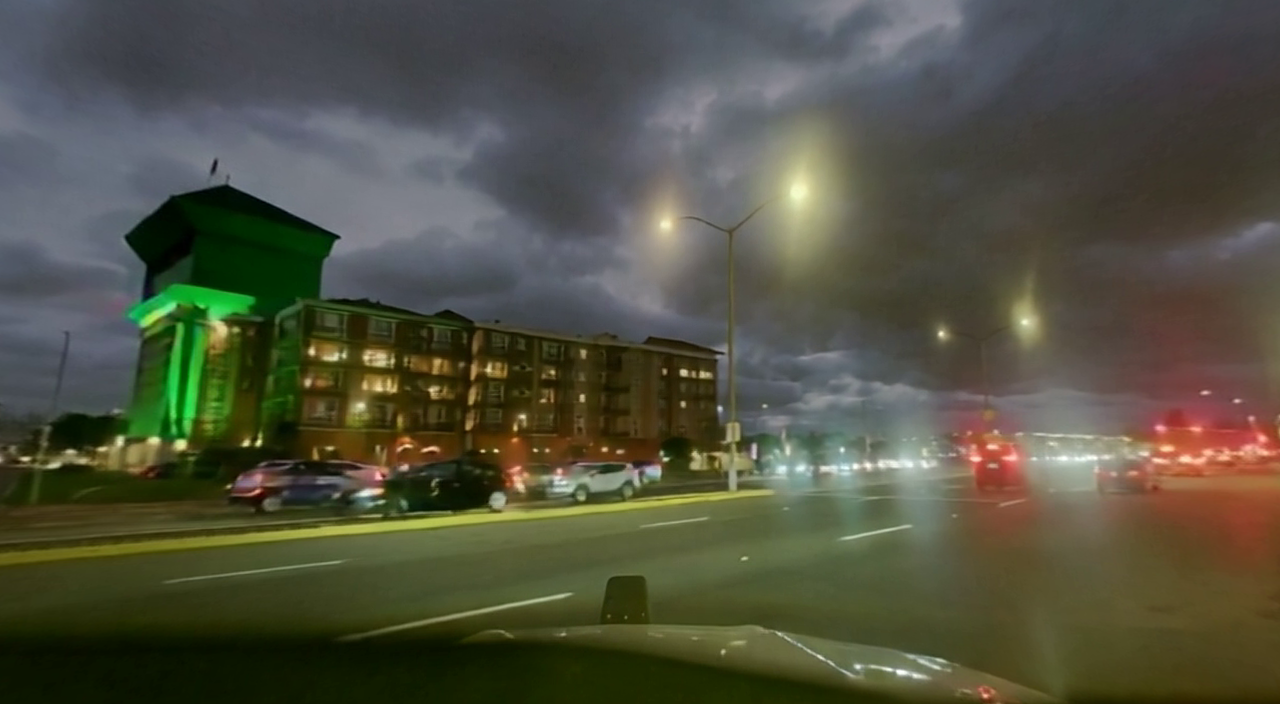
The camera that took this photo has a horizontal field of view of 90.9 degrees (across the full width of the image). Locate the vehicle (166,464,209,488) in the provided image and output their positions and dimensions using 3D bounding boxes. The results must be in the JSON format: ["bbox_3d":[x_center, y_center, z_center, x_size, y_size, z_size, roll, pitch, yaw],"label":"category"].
[{"bbox_3d":[-33.126,9.001,46.095,1.871,1.550,3.951,8,-12,-44],"label":"vehicle"}]

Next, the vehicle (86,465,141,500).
[{"bbox_3d":[-26.356,6.449,31.480,1.845,1.509,3.855,7,-11,-41],"label":"vehicle"}]

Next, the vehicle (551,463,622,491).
[{"bbox_3d":[-3.510,8.263,42.018,1.875,1.600,4.604,-8,-12,42],"label":"vehicle"}]

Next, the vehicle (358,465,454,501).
[{"bbox_3d":[-12.096,6.770,32.777,1.884,1.575,4.215,-8,-12,42],"label":"vehicle"}]

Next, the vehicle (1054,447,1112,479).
[{"bbox_3d":[24.855,6.169,35.299,4.011,1.697,1.857,8,-12,-44],"label":"vehicle"}]

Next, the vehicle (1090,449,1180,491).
[{"bbox_3d":[19.536,4.565,24.783,4.710,1.444,2.041,8,-12,-44],"label":"vehicle"}]

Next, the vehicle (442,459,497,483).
[{"bbox_3d":[-12.097,8.395,44.635,2.133,1.494,4.108,7,-11,-41],"label":"vehicle"}]

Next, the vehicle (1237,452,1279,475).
[{"bbox_3d":[42.595,7.612,43.323,1.981,1.449,4.533,-8,-11,41],"label":"vehicle"}]

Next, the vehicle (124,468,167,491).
[{"bbox_3d":[-34.680,8.885,44.159,1.914,1.424,3.588,8,-12,-43],"label":"vehicle"}]

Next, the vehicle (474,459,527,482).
[{"bbox_3d":[-10.309,8.708,46.416,2.113,1.502,3.990,7,-11,-41],"label":"vehicle"}]

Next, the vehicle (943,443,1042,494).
[{"bbox_3d":[13.262,4.278,23.584,2.031,1.692,4.284,-9,-12,44],"label":"vehicle"}]

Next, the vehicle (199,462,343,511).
[{"bbox_3d":[-16.392,5.920,28.204,5.127,1.803,2.011,8,-12,-44],"label":"vehicle"}]
